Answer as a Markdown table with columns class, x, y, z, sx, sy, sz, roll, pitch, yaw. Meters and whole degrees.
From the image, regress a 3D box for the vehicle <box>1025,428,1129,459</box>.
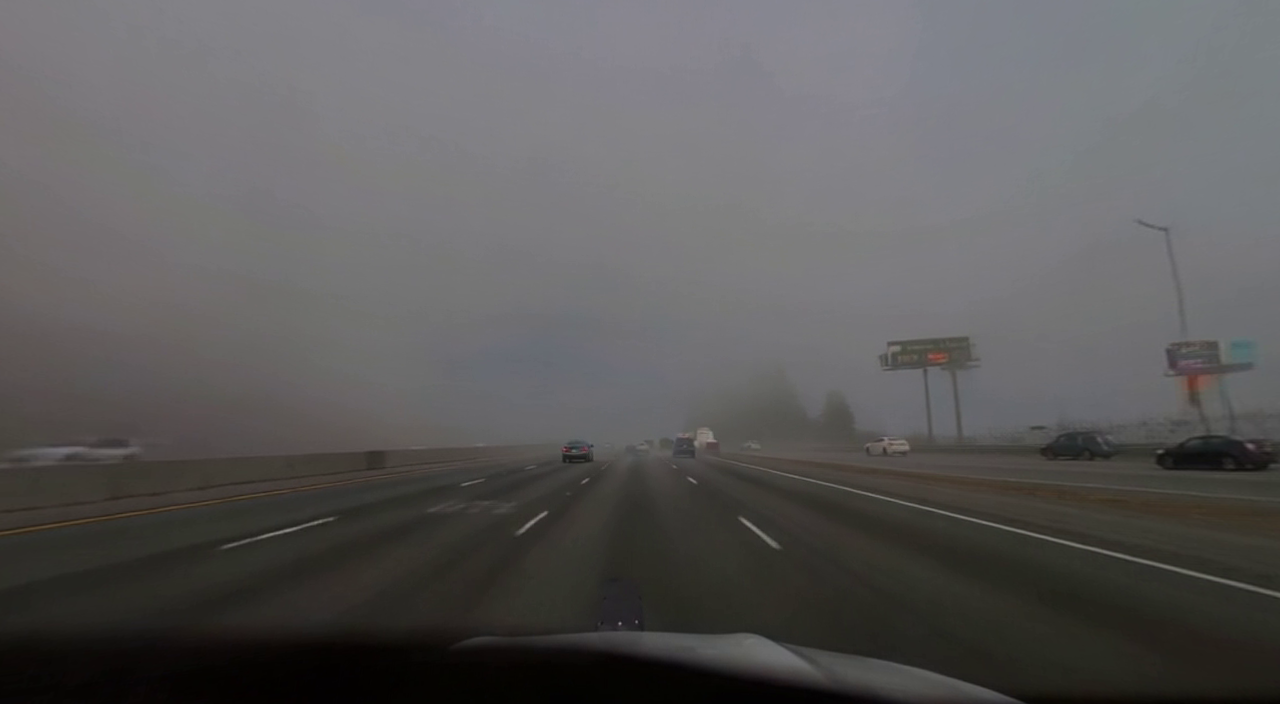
| class | x | y | z | sx | sy | sz | roll | pitch | yaw |
| --- | --- | --- | --- | --- | --- | --- | --- | --- | --- |
| vehicle | 28.155 | 5.936 | 40.727 | 2.139 | 1.881 | 5.005 | 4 | -9 | -25 |

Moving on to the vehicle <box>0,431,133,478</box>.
| class | x | y | z | sx | sy | sz | roll | pitch | yaw |
| --- | --- | --- | --- | --- | --- | --- | --- | --- | --- |
| vehicle | -21.012 | 3.724 | 23.058 | 1.725 | 1.551 | 3.763 | 0 | -8 | 0 |

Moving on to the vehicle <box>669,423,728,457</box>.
| class | x | y | z | sx | sy | sz | roll | pitch | yaw |
| --- | --- | --- | --- | --- | --- | --- | --- | --- | --- |
| vehicle | 3.888 | 6.363 | 45.164 | 3.042 | 2.004 | 14.051 | 0 | -8 | 1 |

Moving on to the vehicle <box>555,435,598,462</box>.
| class | x | y | z | sx | sy | sz | roll | pitch | yaw |
| --- | --- | --- | --- | --- | --- | --- | --- | --- | --- |
| vehicle | -3.644 | 5.658 | 36.938 | 2.066 | 1.500 | 4.415 | 0 | -8 | 0 |
